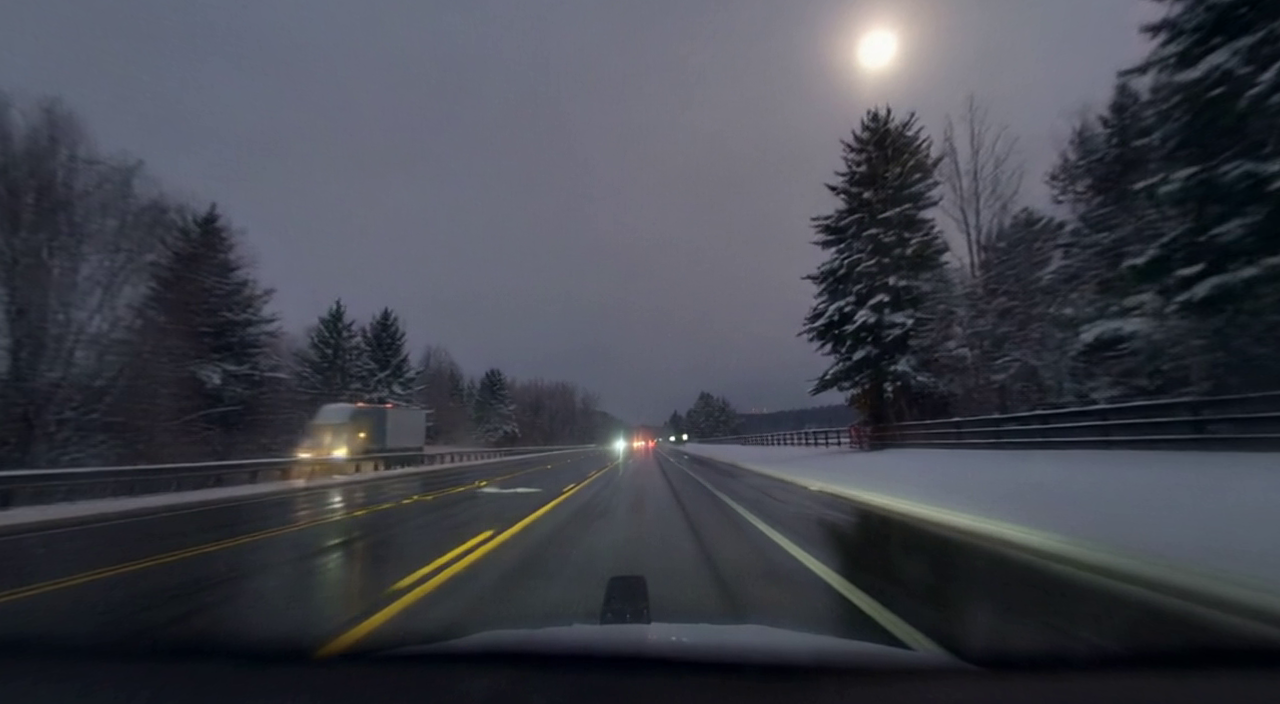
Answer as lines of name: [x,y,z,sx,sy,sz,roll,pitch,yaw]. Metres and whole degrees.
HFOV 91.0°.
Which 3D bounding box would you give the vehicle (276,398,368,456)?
vehicle: [-22.360,5.381,44.724,3.237,3.806,6.063,1,-8,0]
